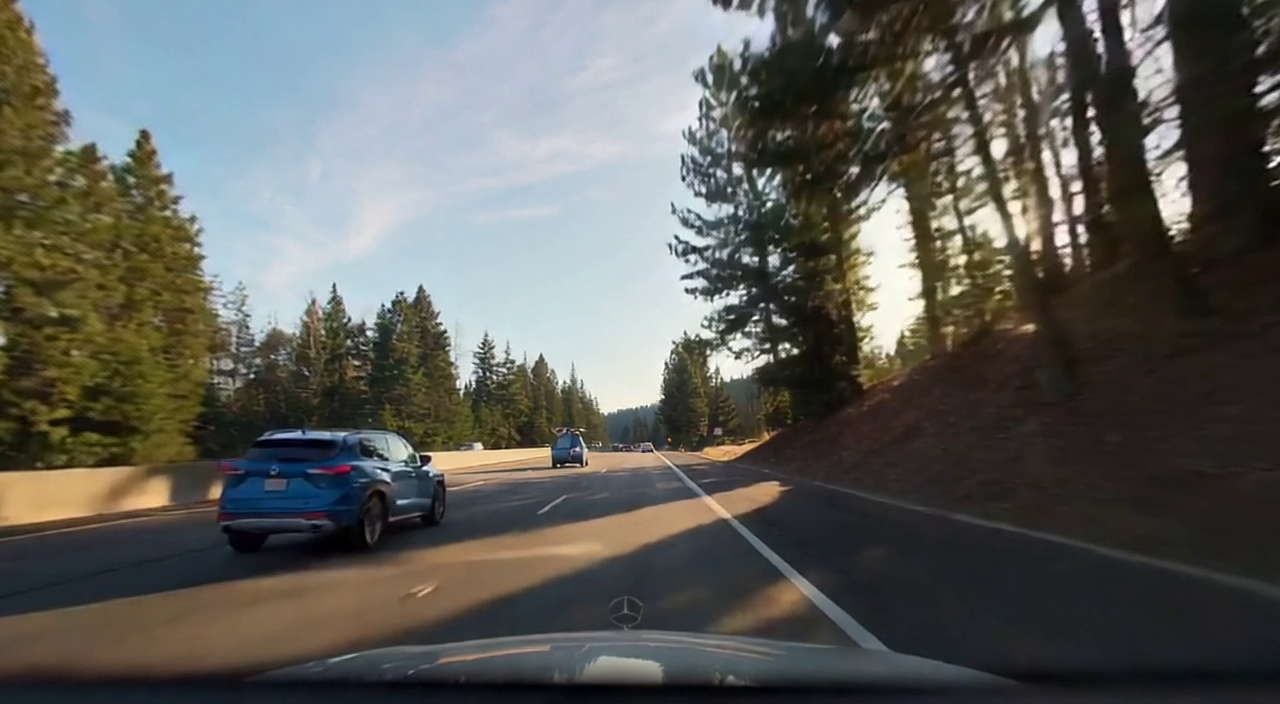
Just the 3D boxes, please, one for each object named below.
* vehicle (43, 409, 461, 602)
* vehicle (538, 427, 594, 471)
[{"bbox_3d":[-3.914,1.621,7.632,2.053,1.589,4.671,0,-8,1],"label":"vehicle"},{"bbox_3d":[-3.729,5.003,32.506,2.241,2.095,4.985,0,-8,0],"label":"vehicle"}]
